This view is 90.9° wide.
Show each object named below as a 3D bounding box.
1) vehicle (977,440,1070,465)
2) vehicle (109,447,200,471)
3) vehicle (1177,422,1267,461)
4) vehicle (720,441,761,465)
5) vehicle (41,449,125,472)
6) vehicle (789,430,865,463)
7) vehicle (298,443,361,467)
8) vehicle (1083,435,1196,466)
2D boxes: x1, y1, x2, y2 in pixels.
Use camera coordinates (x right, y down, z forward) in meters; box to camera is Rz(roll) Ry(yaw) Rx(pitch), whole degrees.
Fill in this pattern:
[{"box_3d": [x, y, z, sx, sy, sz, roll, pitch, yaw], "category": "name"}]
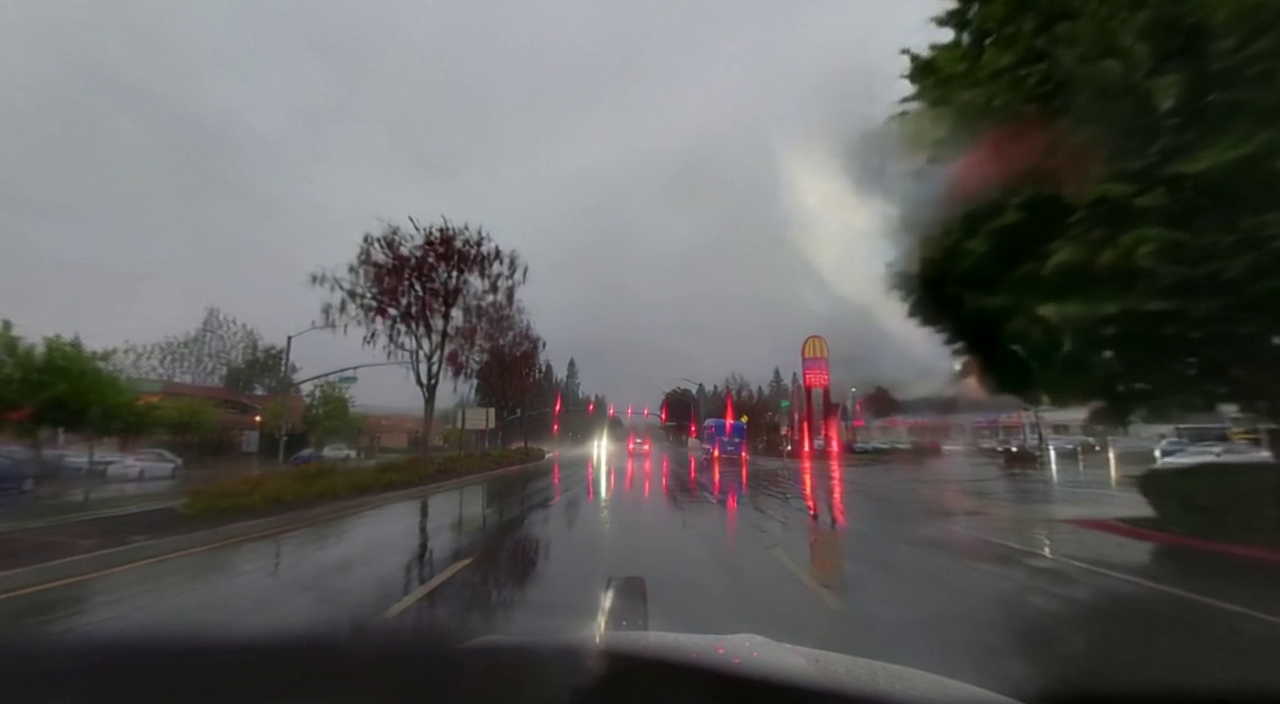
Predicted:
[{"box_3d": [23.965, 6.281, 39.482, 4.744, 1.481, 1.855, -6, -10, 34], "category": "vehicle"}, {"box_3d": [-31.304, 6.895, 40.702, 4.566, 1.484, 2.051, -2, -9, 12], "category": "vehicle"}, {"box_3d": [40.204, 6.173, 43.509, 6.741, 2.278, 2.778, 2, -9, -34], "category": "vehicle"}, {"box_3d": [6.680, 6.742, 42.283, 1.980, 1.473, 4.537, 0, -8, 0], "category": "vehicle"}, {"box_3d": [-36.578, 7.127, 41.425, 4.232, 1.477, 1.772, -2, -9, 11], "category": "vehicle"}, {"box_3d": [13.656, 6.844, 45.896, 5.354, 2.214, 2.504, 6, -11, -38], "category": "vehicle"}, {"box_3d": [-22.871, 7.603, 46.662, 1.936, 1.654, 4.857, -1, -8, 4], "category": "vehicle"}, {"box_3d": [28.740, 5.698, 36.479, 4.589, 1.524, 1.999, -6, -7, 21], "category": "vehicle"}]
